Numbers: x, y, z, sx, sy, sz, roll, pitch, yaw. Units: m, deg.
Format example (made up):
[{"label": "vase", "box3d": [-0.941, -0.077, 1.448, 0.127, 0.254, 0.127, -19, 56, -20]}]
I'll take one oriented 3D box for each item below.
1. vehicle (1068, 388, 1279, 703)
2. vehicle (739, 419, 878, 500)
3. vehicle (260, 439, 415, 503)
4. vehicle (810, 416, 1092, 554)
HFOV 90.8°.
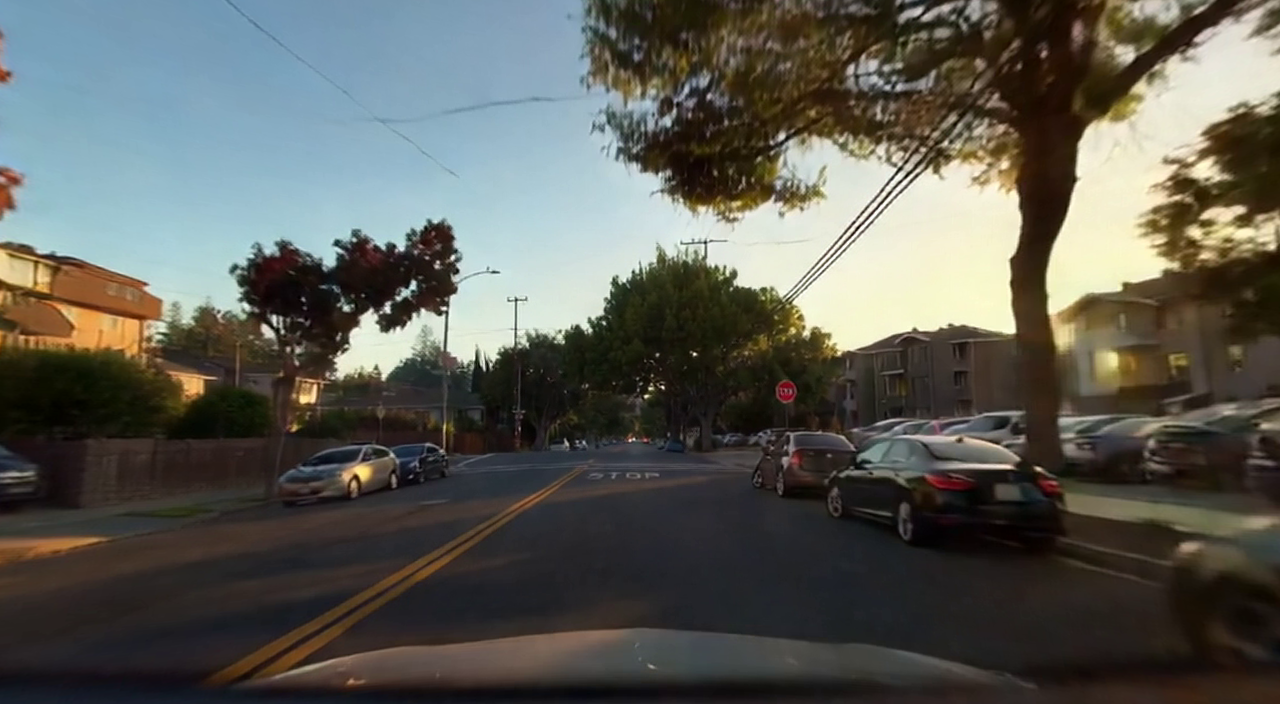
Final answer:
[{"label": "vehicle", "box3d": [4.075, 0.842, 2.093, 2.133, 1.586, 4.498, 0, -8, 0]}, {"label": "vehicle", "box3d": [3.727, 2.456, 14.820, 1.976, 1.614, 4.052, 0, -8, -3]}, {"label": "vehicle", "box3d": [-7.898, 3.111, 17.076, 1.904, 1.488, 4.600, 0, -8, 0]}, {"label": "vehicle", "box3d": [4.025, 1.774, 9.138, 1.846, 1.506, 4.165, 0, -8, -2]}]
